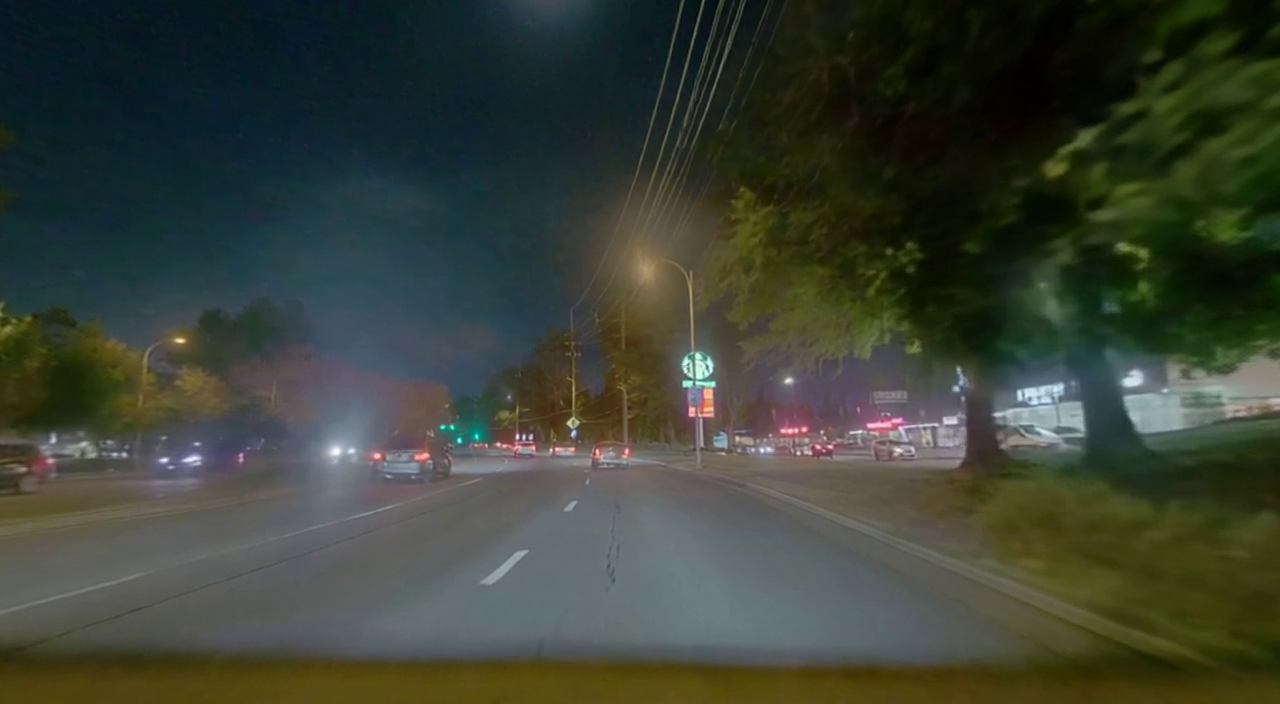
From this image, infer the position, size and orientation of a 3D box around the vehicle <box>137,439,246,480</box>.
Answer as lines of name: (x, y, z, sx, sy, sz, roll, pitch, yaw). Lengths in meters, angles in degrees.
vehicle: (-23.728, 5.669, 33.708, 2.236, 1.962, 5.539, 1, -8, -7)

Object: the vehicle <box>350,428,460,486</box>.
vehicle: (-7.762, 3.510, 21.385, 2.195, 1.752, 4.515, 0, -8, -3)

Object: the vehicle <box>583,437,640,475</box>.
vehicle: (-1.331, 4.471, 27.325, 2.130, 1.476, 4.453, 1, -8, -7)

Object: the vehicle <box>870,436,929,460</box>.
vehicle: (16.963, 6.287, 41.512, 1.795, 1.485, 4.601, 0, -8, -2)
